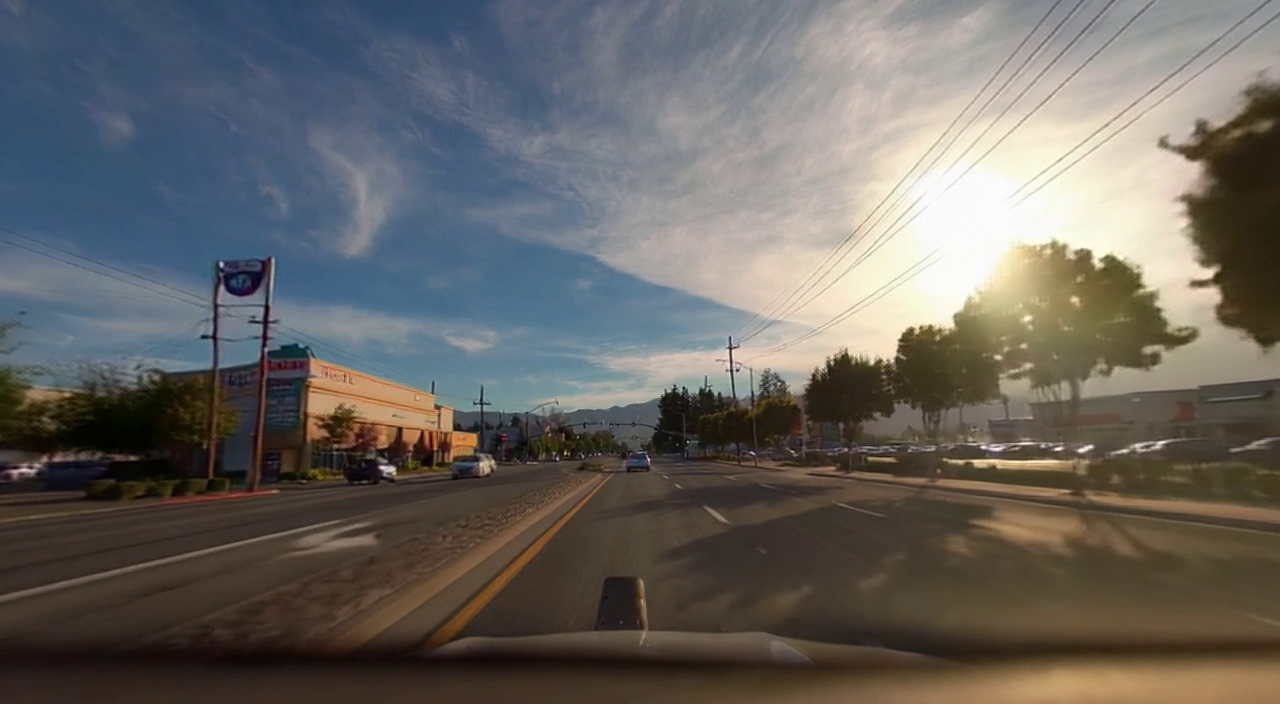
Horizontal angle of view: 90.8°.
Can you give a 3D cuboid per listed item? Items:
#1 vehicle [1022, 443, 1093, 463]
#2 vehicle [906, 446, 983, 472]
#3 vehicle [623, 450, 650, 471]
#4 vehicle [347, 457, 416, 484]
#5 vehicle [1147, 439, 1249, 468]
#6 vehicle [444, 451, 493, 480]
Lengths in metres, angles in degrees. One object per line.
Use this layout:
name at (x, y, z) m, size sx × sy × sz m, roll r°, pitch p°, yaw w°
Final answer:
vehicle at (32.106, 7.783, 48.656) m, size 4.036 × 1.512 × 1.856 m, roll 0°, pitch -9°, yaw 2°
vehicle at (19.577, 6.850, 40.585) m, size 4.333 × 1.532 × 2.037 m, roll 4°, pitch -10°, yaw -25°
vehicle at (-0.310, 8.569, 49.984) m, size 2.065 × 1.521 × 4.306 m, roll 0°, pitch -9°, yaw -1°
vehicle at (-18.880, 8.662, 46.321) m, size 1.874 × 1.755 × 4.346 m, roll -6°, pitch -10°, yaw 33°
vehicle at (32.383, 5.901, 36.773) m, size 3.999 × 1.581 × 1.975 m, roll 0°, pitch -9°, yaw 1°
vehicle at (-11.420, 7.574, 42.397) m, size 2.004 × 1.787 × 4.384 m, roll 0°, pitch -9°, yaw 1°
